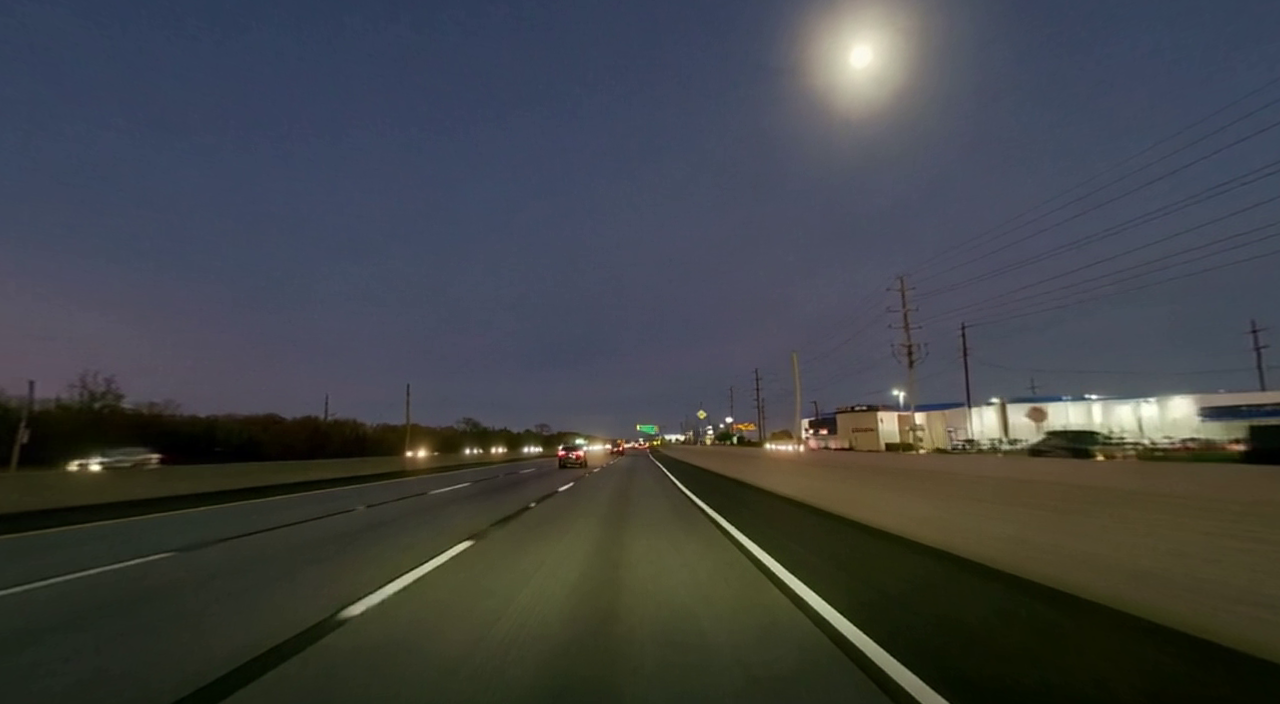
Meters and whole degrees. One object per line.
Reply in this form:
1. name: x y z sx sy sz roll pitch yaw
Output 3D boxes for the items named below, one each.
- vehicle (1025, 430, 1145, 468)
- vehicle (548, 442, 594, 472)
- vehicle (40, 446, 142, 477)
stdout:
1. vehicle: 19.041 4.192 27.337 1.826 1.487 4.419 0 -9 -3
2. vehicle: -3.684 5.679 34.419 1.940 1.479 4.545 0 -9 1
3. vehicle: -33.101 6.578 38.272 1.994 1.741 4.559 0 -9 1
